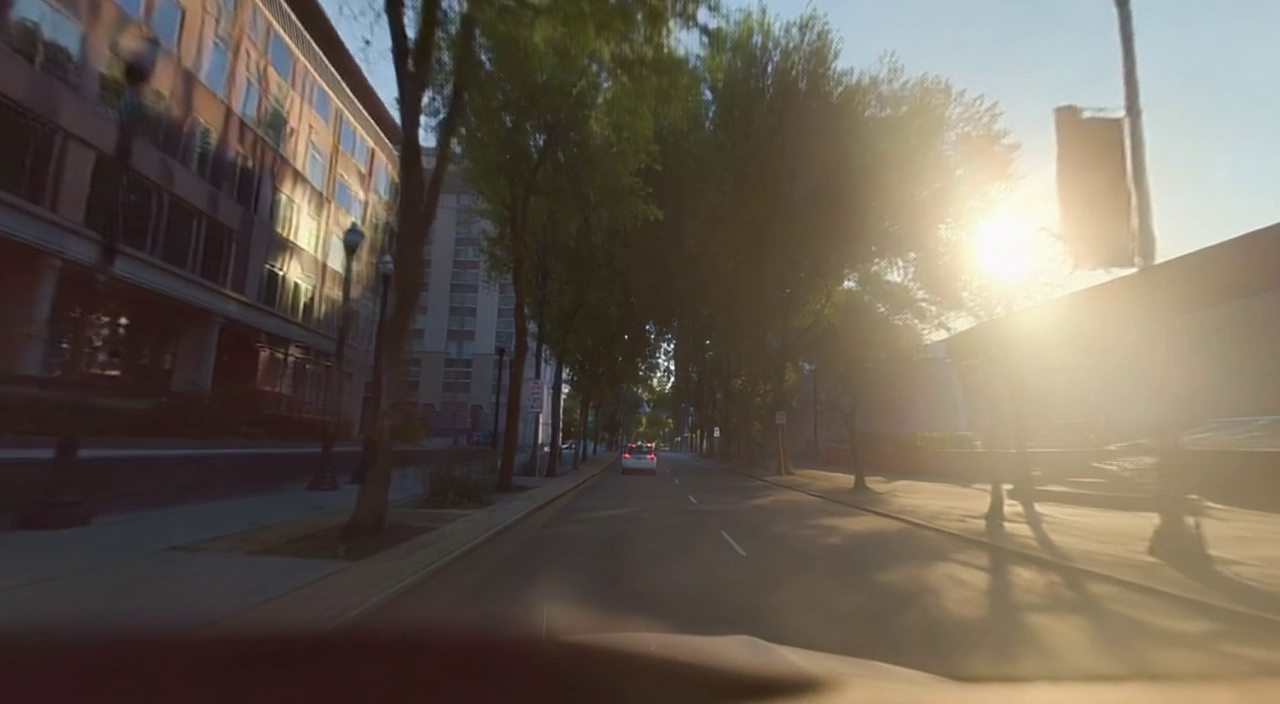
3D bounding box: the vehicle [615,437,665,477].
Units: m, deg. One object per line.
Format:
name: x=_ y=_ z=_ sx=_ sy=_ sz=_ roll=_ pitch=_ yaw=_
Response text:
vehicle: x=-0.031 y=4.679 z=28.265 sx=2.079 sy=1.621 sz=3.861 roll=0 pitch=-9 yaw=-1
